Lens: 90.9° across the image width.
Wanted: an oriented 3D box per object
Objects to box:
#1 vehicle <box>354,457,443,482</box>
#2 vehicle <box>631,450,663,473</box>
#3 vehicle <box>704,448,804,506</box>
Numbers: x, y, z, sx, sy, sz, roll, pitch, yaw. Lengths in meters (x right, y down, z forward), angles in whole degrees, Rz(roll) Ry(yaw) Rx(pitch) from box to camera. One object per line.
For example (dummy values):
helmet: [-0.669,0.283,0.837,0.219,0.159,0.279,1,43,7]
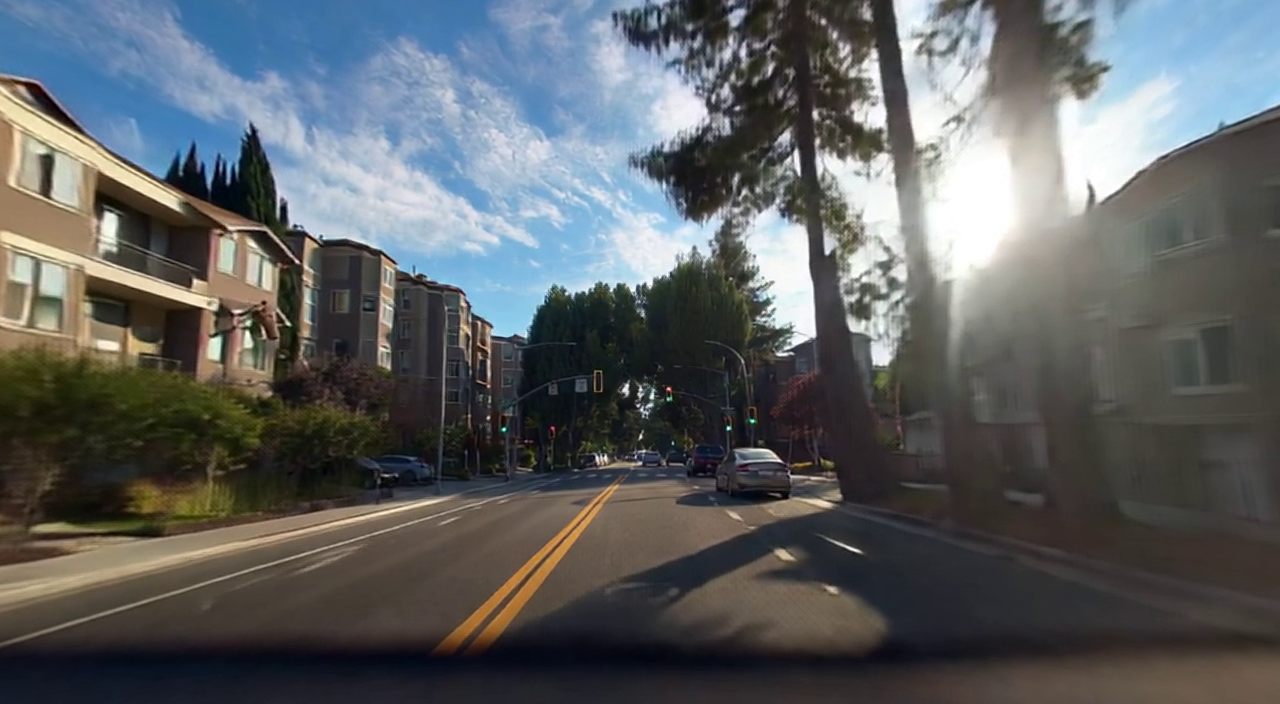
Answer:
vehicle: [-15.160,7.378,39.736,4.727,1.483,2.002,-1,-9,3]
vehicle: [0.419,7.560,43.547,2.097,1.463,4.043,0,-9,-1]
vehicle: [3.238,3.650,18.945,2.078,1.488,4.741,0,-9,-1]
